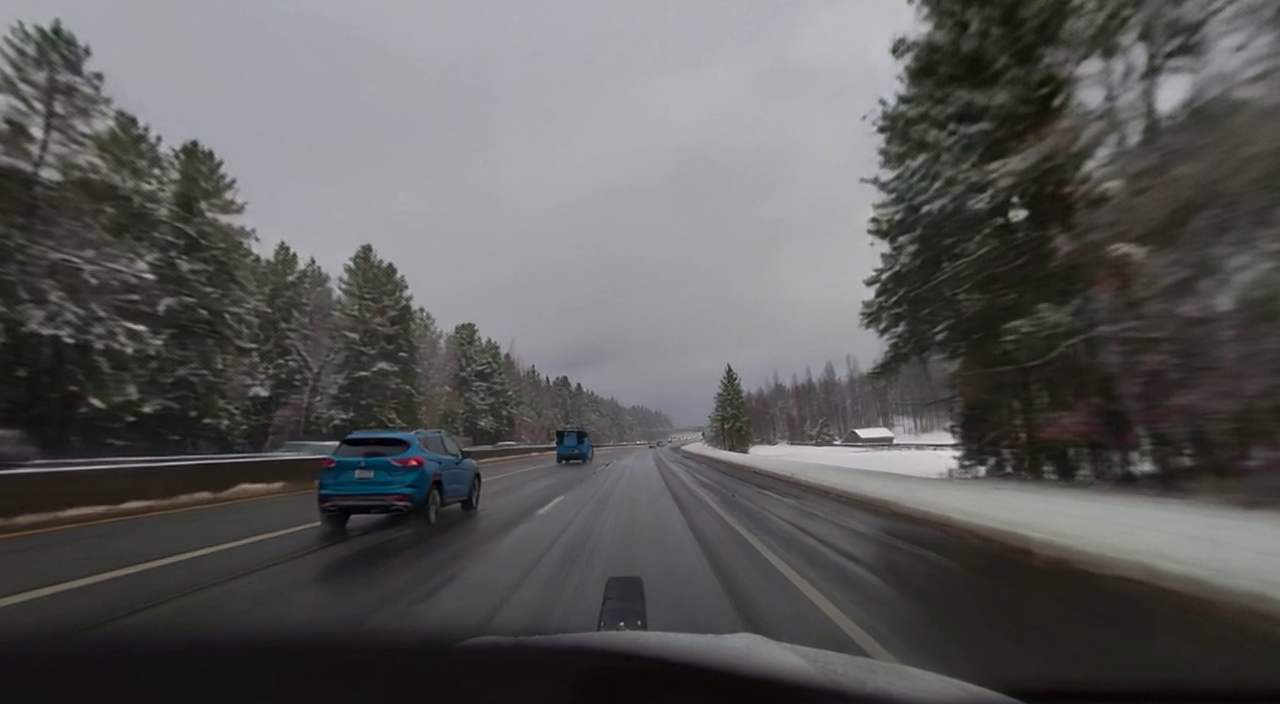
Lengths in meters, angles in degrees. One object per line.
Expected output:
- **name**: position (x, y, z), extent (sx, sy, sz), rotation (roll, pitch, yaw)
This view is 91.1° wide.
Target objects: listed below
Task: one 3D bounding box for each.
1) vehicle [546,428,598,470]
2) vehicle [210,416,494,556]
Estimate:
- **vehicle**: position (-3.656, 5.322, 34.578), extent (2.241, 2.095, 4.985), rotation (0, -8, 1)
- **vehicle**: position (-3.855, 1.874, 9.589), extent (2.053, 1.589, 4.671), rotation (0, -8, 1)
